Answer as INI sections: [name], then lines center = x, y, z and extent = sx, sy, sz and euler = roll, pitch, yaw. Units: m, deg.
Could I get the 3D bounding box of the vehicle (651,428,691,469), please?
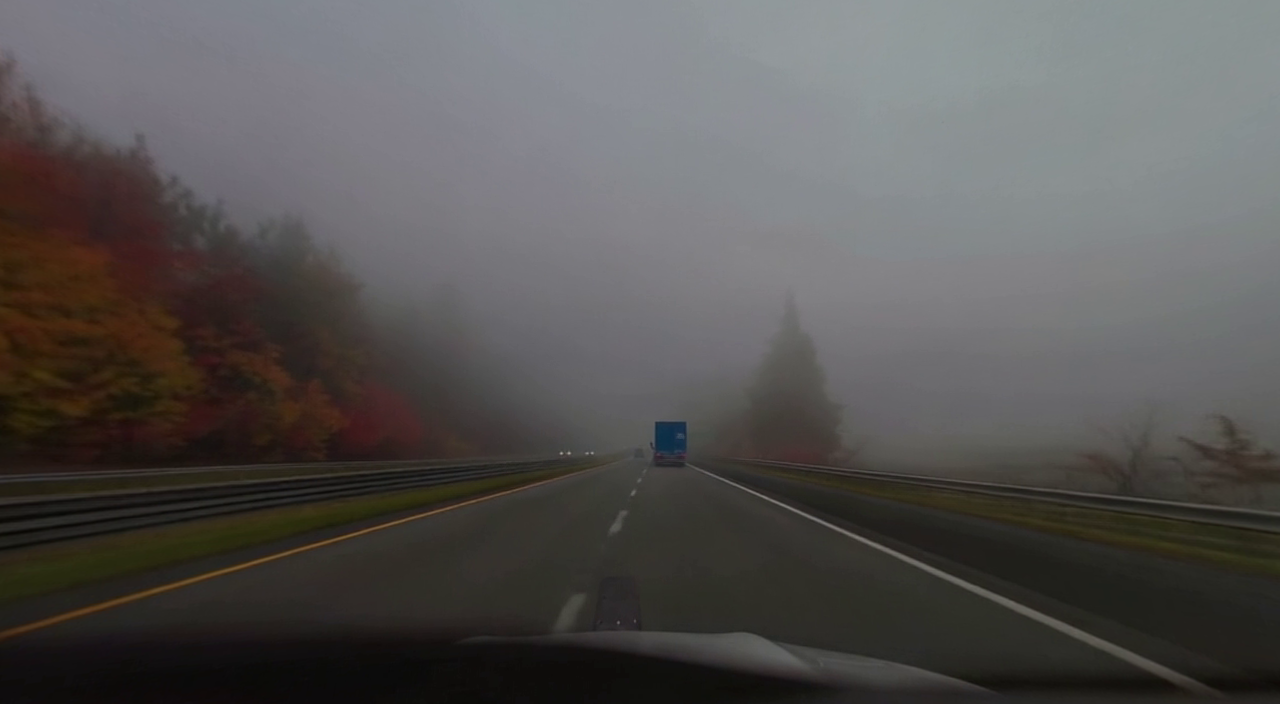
[vehicle]
center = 2.320, 7.578, 49.135
extent = 2.697, 2.980, 6.749
euler = 0, -9, 0
